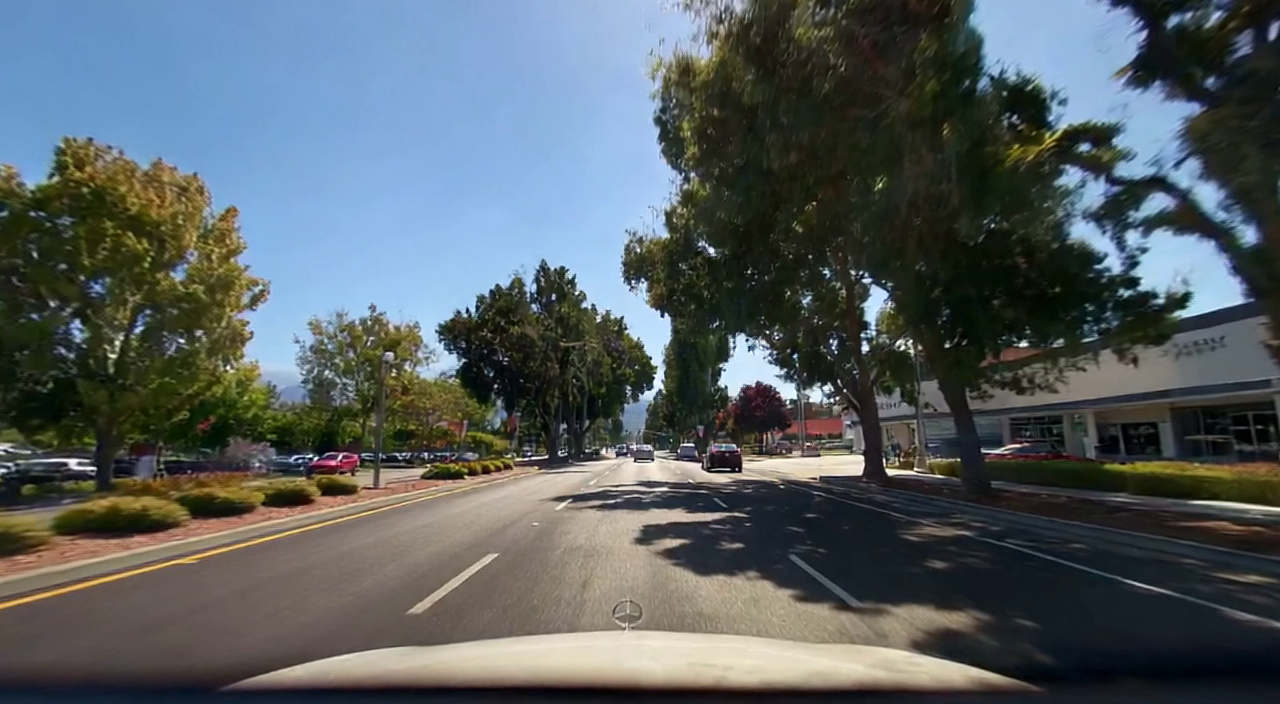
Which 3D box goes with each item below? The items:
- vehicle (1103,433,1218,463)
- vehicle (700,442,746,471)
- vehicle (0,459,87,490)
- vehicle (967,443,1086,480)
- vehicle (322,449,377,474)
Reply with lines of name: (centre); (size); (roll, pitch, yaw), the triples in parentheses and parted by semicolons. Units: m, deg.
vehicle: (30.083, 5.536, 36.519); (4.933, 1.653, 1.851); (0, -8, 1)
vehicle: (4.513, 5.742, 34.907); (1.916, 1.459, 4.335); (0, -8, -1)
vehicle: (-38.921, 7.868, 40.854); (1.836, 1.713, 4.667); (0, -8, 1)
vehicle: (17.058, 4.827, 27.973); (3.907, 1.540, 2.017); (0, -8, 3)
vehicle: (-22.215, 8.386, 48.365); (1.939, 1.780, 5.057); (0, -9, -2)
